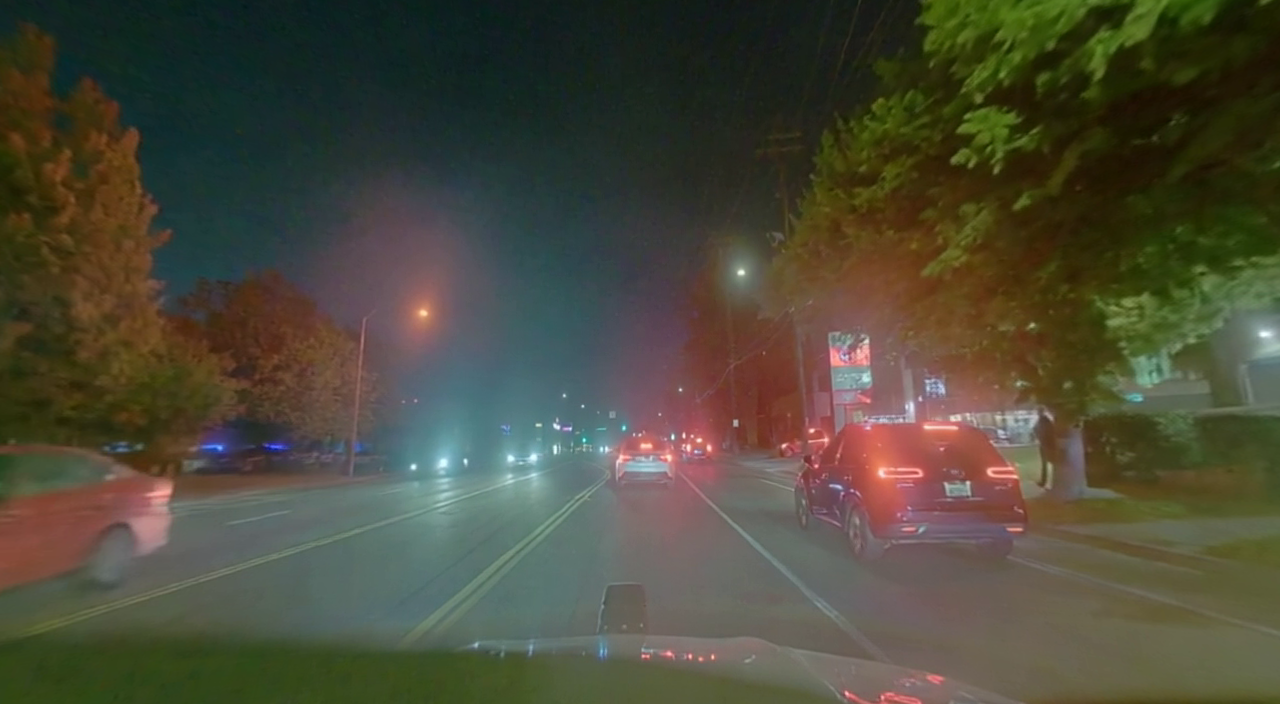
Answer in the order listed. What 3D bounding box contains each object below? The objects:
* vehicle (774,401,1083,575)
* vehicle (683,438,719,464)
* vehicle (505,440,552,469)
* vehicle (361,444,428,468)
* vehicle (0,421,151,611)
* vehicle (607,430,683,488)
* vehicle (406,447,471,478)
[{"bbox_3d":[3.354,1.689,8.586,2.024,1.711,4.512,0,-8,0],"label":"vehicle"},{"bbox_3d":[3.777,6.203,39.564,1.880,1.503,4.130,0,-9,0],"label":"vehicle"},{"bbox_3d":[-6.774,6.270,38.775,2.008,1.638,4.552,0,-8,0],"label":"vehicle"},{"bbox_3d":[-18.719,7.941,48.191,4.290,1.510,2.006,-3,-9,1],"label":"vehicle"},{"bbox_3d":[-6.680,1.397,5.140,1.936,1.681,4.274,0,-9,-1],"label":"vehicle"},{"bbox_3d":[0.147,3.409,20.396,2.200,1.653,4.127,0,-8,0],"label":"vehicle"},{"bbox_3d":[-10.488,5.767,33.210,1.967,1.494,4.483,0,-9,0],"label":"vehicle"}]
